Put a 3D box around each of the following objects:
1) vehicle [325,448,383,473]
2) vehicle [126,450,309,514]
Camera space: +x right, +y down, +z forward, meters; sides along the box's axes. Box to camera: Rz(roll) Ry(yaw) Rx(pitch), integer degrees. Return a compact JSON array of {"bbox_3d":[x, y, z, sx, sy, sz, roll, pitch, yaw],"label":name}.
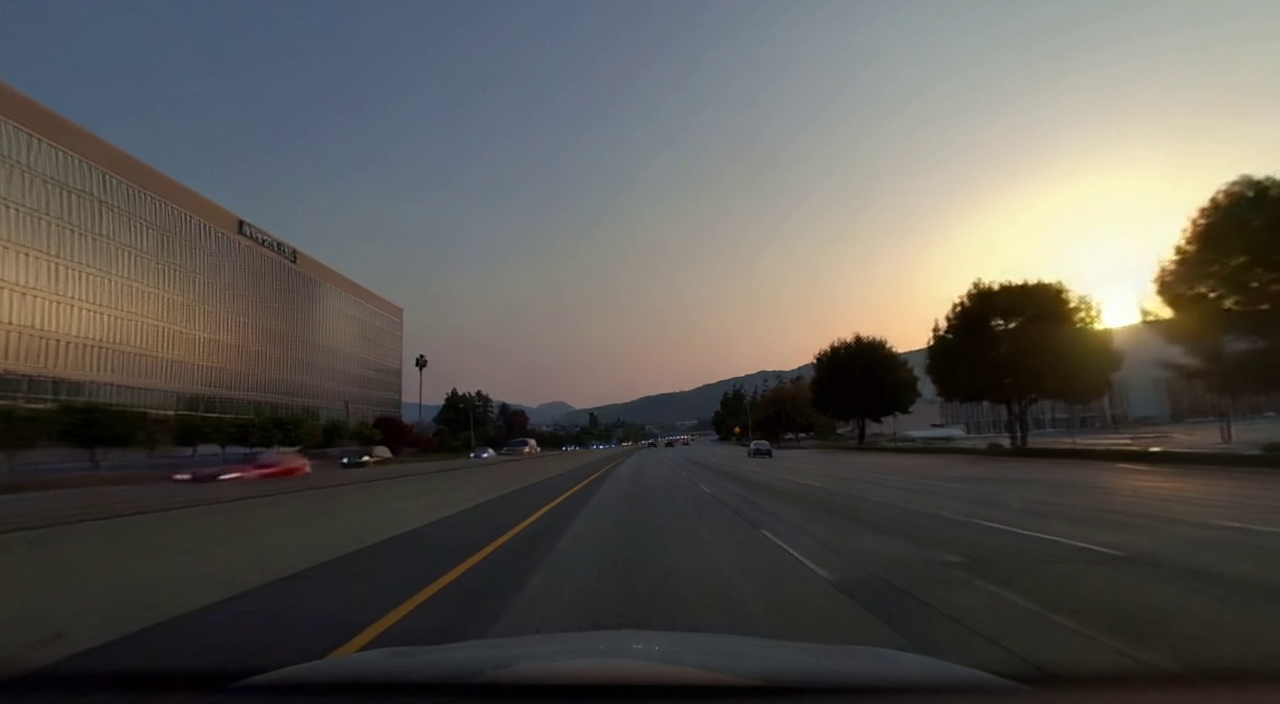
[{"bbox_3d":[-21.921,8.298,48.577,2.059,1.784,5.055,0,-8,0],"label":"vehicle"},{"bbox_3d":[-11.562,3.537,17.768,1.910,1.499,4.634,0,-8,0],"label":"vehicle"}]
